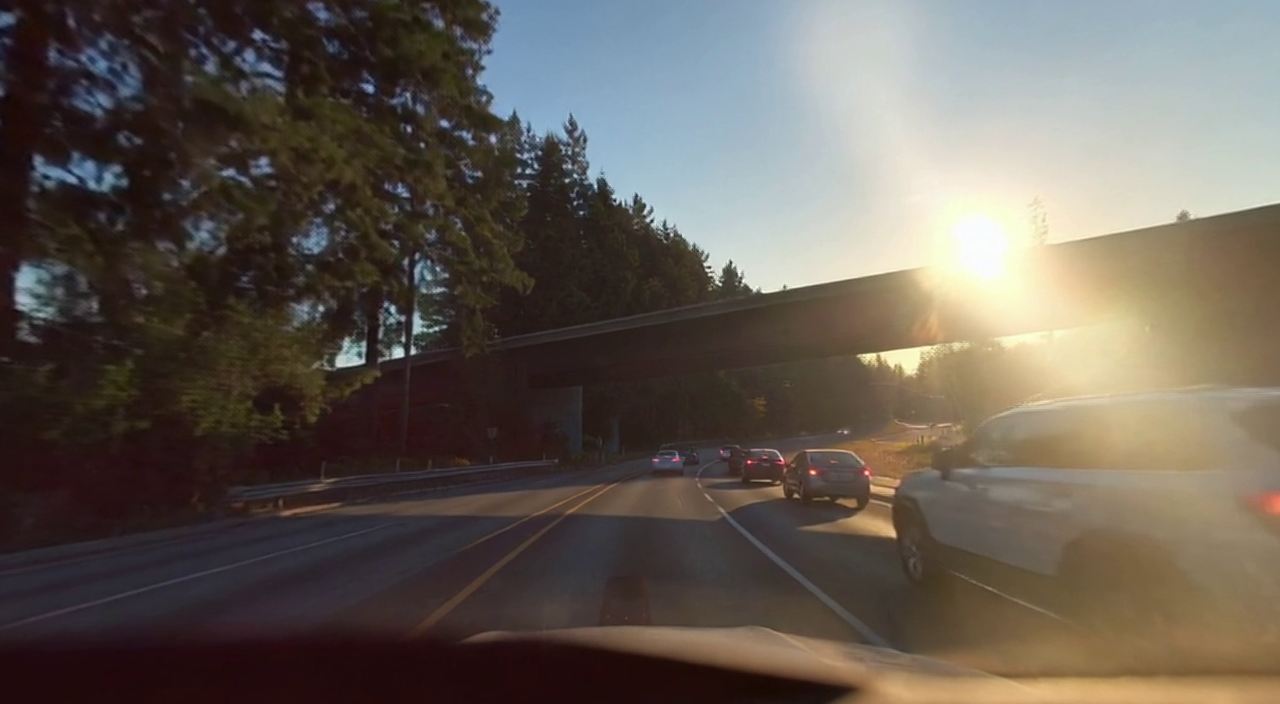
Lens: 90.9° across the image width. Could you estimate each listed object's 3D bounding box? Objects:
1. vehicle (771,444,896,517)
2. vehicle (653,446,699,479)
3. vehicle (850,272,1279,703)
[{"bbox_3d":[4.505,3.027,15.311,1.911,1.525,3.755,0,-9,2],"label":"vehicle"},{"bbox_3d":[1.839,5.404,31.092,2.078,1.506,4.058,-1,-9,6],"label":"vehicle"},{"bbox_3d":[3.444,1.033,4.415,2.273,1.944,4.866,0,-9,0],"label":"vehicle"}]
